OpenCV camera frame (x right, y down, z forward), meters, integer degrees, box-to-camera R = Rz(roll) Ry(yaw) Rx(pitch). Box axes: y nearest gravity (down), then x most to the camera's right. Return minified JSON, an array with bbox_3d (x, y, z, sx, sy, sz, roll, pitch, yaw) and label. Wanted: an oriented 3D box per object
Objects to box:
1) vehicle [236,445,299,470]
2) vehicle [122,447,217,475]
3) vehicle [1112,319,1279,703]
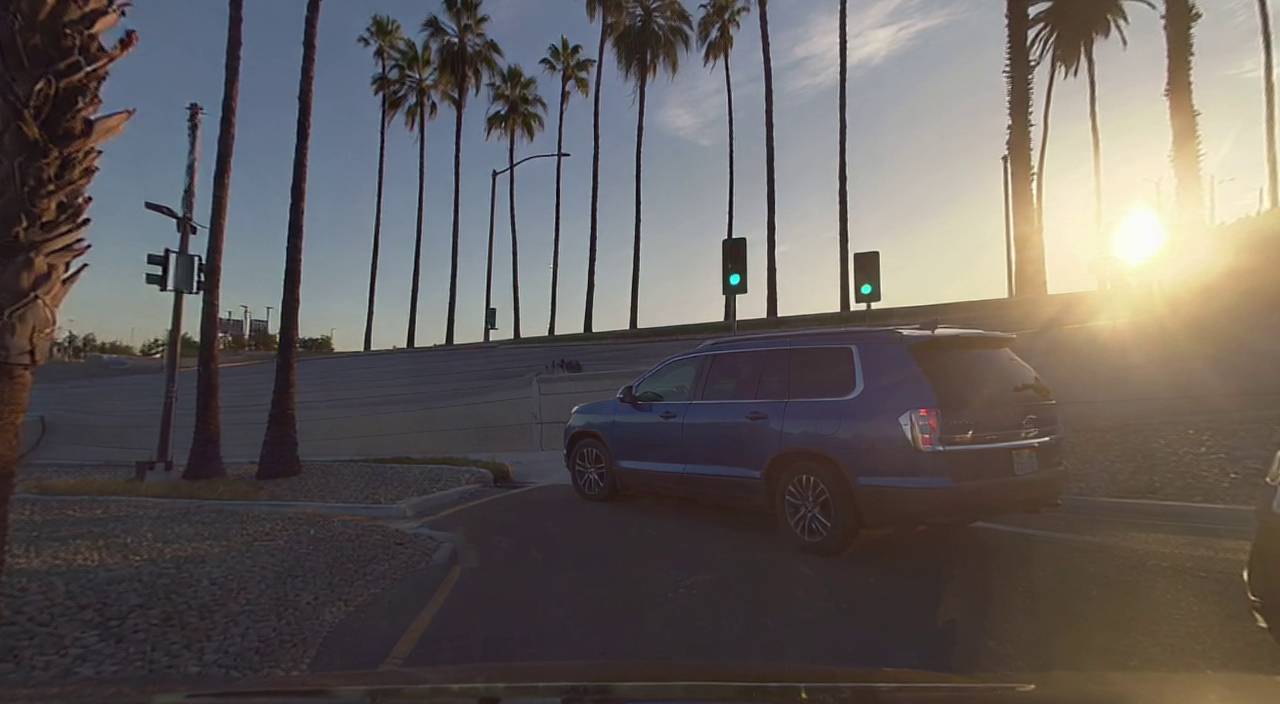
[{"bbox_3d":[-26.267,7.420,44.555,1.941,1.631,4.017,0,-9,0],"label":"vehicle"},{"bbox_3d":[-26.559,6.162,35.749,1.830,1.443,4.551,0,-9,2],"label":"vehicle"},{"bbox_3d":[3.458,0.523,0.789,2.028,1.770,4.737,0,-9,0],"label":"vehicle"}]
